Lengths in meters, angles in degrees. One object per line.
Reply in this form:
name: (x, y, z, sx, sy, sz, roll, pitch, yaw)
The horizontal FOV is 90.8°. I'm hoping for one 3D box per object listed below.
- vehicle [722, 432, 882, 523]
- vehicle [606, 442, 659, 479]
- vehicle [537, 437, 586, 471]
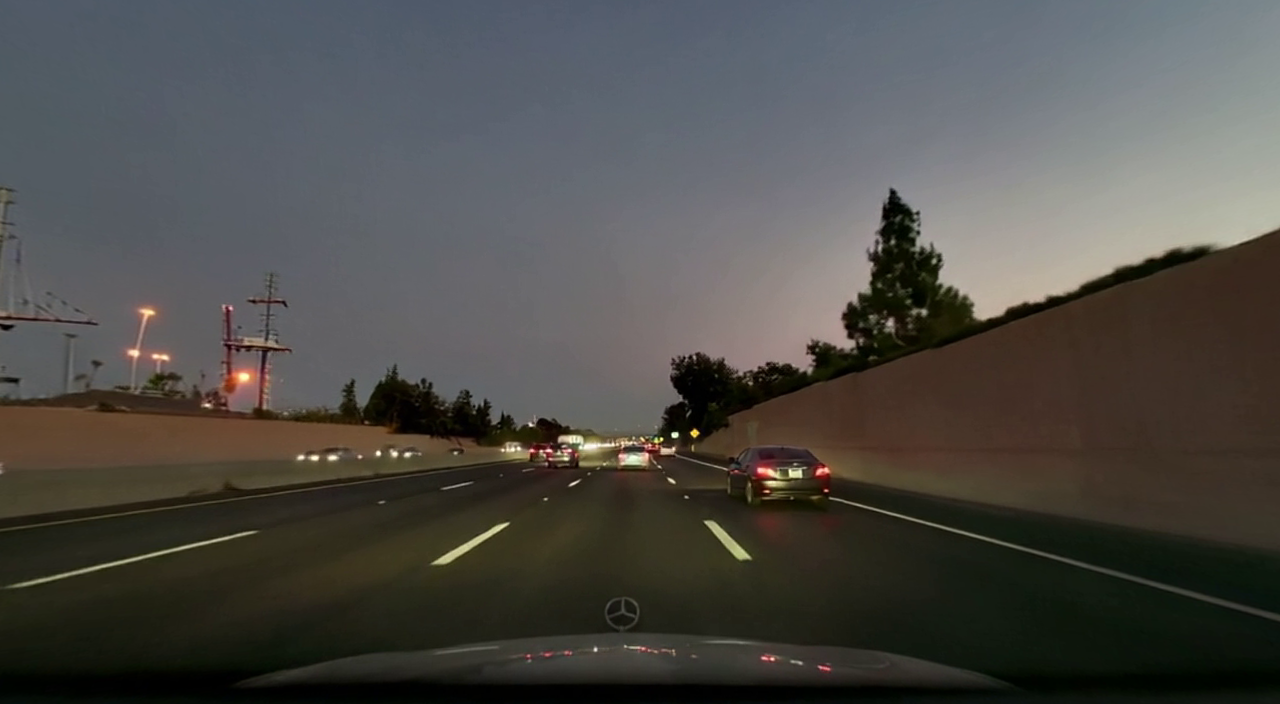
vehicle: (3.025, 2.446, 12.925, 1.917, 1.507, 4.540, 0, -8, -2)
vehicle: (-0.321, 4.525, 26.639, 2.045, 1.452, 4.040, 0, -8, -1)
vehicle: (-4.317, 5.653, 35.279, 2.121, 1.775, 4.335, 0, -8, 1)
